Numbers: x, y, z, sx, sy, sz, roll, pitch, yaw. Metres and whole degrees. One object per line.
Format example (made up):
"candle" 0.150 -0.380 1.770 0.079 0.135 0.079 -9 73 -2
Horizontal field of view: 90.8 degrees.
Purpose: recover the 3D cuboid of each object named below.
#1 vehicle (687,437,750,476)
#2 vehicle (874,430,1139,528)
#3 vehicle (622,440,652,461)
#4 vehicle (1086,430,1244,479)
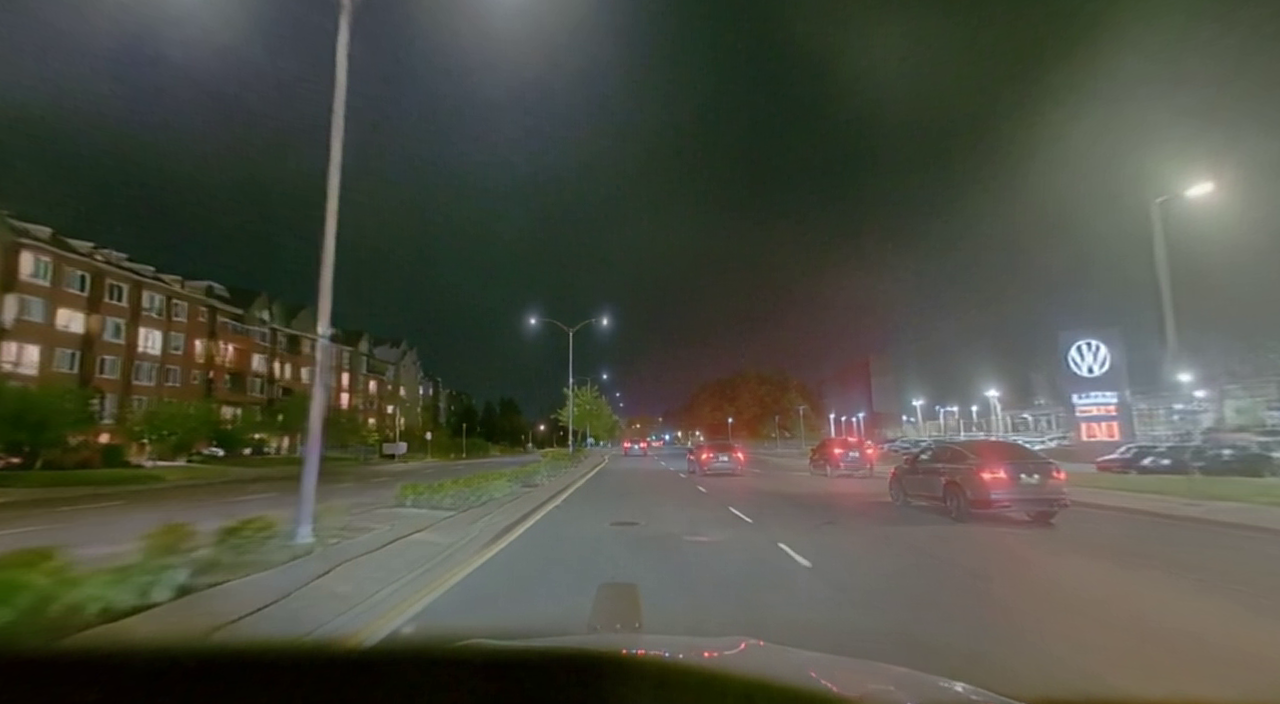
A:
"vehicle" 3.296 4.472 27.369 1.953 1.514 4.672 0 -8 -2
"vehicle" 6.683 2.346 12.343 2.098 1.507 4.655 0 -8 -5
"vehicle" -0.277 7.170 46.070 2.095 1.456 3.873 0 -8 -1
"vehicle" 19.514 3.815 23.809 2.058 1.646 4.361 0 -8 -3
